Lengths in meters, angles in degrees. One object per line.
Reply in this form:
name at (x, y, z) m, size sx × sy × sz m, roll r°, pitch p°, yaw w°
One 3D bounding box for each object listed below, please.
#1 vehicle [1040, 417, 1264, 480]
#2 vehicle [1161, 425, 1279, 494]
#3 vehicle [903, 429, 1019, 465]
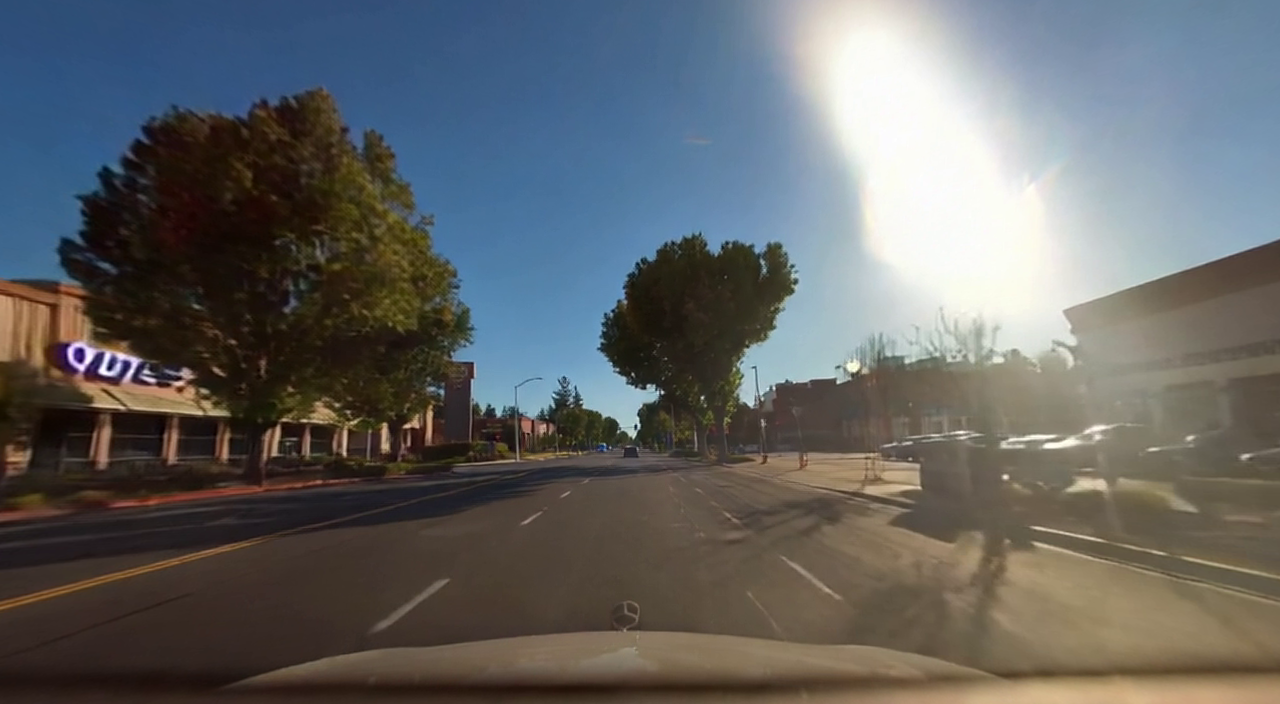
vehicle at (15.863, 3.030, 19.881) m, size 4.894 × 1.824 × 2.309 m, roll -1°, pitch -8°, yaw 3°
vehicle at (15.971, 2.588, 15.358) m, size 4.544 × 1.541 × 2.292 m, roll 0°, pitch -8°, yaw 1°
vehicle at (16.060, 4.773, 31.823) m, size 4.656 × 1.748 × 2.059 m, roll 0°, pitch -8°, yaw 1°
